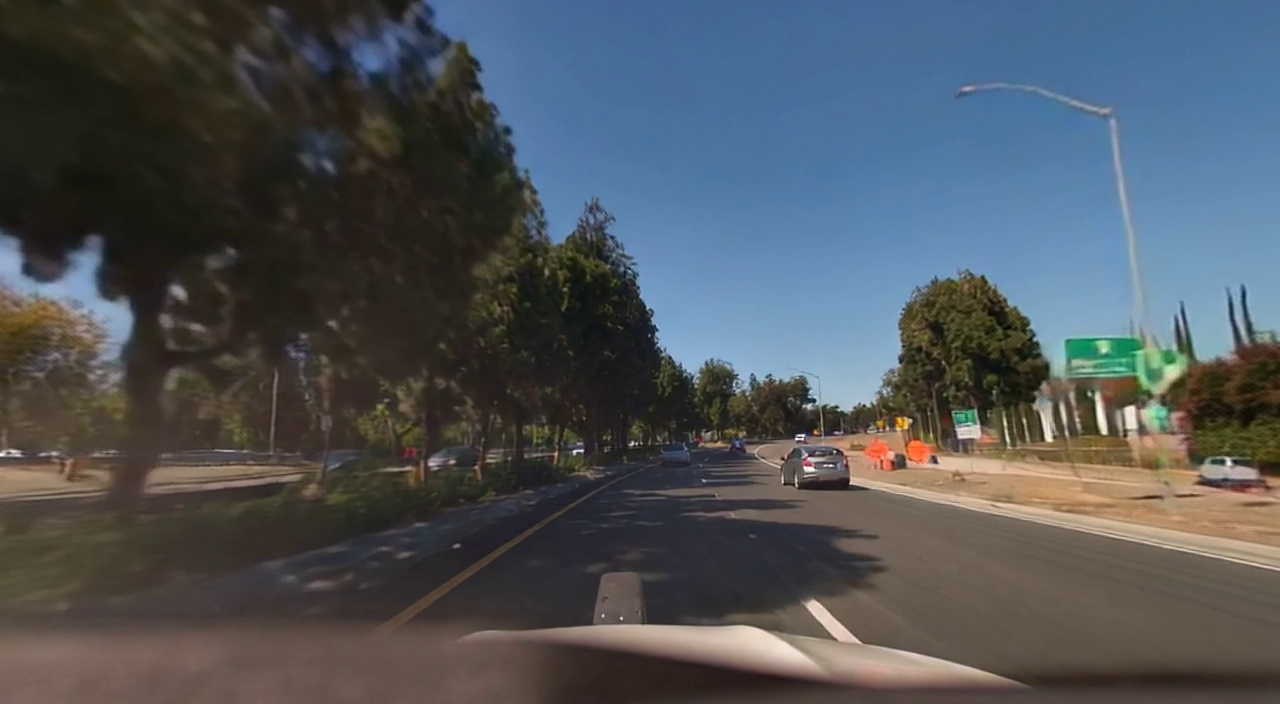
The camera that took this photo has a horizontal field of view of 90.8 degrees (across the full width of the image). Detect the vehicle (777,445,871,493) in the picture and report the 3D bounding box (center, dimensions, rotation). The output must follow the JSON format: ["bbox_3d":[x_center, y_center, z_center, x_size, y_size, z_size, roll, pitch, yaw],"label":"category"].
[{"bbox_3d":[6.189,3.956,21.743,2.044,1.474,4.083,0,-9,1],"label":"vehicle"}]

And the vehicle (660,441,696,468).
[{"bbox_3d":[2.517,6.649,41.141,2.201,1.676,4.541,-1,-9,4],"label":"vehicle"}]

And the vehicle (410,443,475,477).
[{"bbox_3d":[-10.734,5.893,34.685,1.957,1.688,4.315,-1,-9,4],"label":"vehicle"}]

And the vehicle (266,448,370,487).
[{"bbox_3d":[-14.671,5.275,29.161,2.186,1.628,4.551,-1,-9,4],"label":"vehicle"}]
